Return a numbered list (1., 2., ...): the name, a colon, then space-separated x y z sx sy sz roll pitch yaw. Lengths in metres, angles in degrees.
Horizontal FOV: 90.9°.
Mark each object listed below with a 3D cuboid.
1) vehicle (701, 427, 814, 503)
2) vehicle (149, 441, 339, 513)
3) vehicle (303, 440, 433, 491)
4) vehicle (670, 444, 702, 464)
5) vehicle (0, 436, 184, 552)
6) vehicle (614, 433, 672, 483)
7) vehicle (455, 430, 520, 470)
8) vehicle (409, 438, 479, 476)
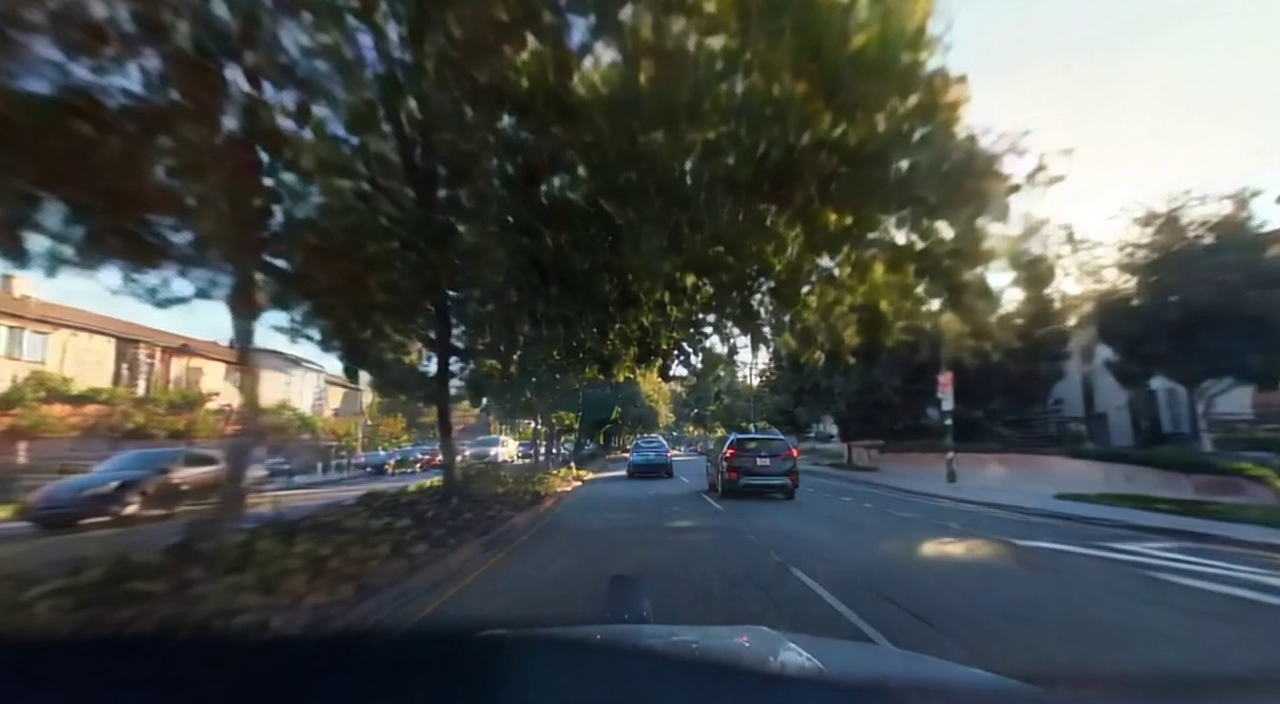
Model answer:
1. vehicle: 3.026 3.031 17.335 2.166 1.799 4.372 0 -8 -2
2. vehicle: -8.938 2.819 14.716 1.786 1.422 4.021 0 -8 1
3. vehicle: -8.898 3.740 21.236 2.140 1.510 5.005 0 -8 0
4. vehicle: 3.517 7.896 48.903 2.096 1.489 4.757 0 -8 0
5. vehicle: -8.981 1.913 8.770 1.923 1.433 4.450 0 -8 0
6. vehicle: 0.090 4.307 25.863 2.185 1.822 4.391 0 -8 -1
7. vehicle: -8.893 5.816 37.562 2.037 2.113 7.185 0 -8 0
8. vehicle: -9.147 4.931 29.828 1.988 1.663 4.316 0 -8 -1
